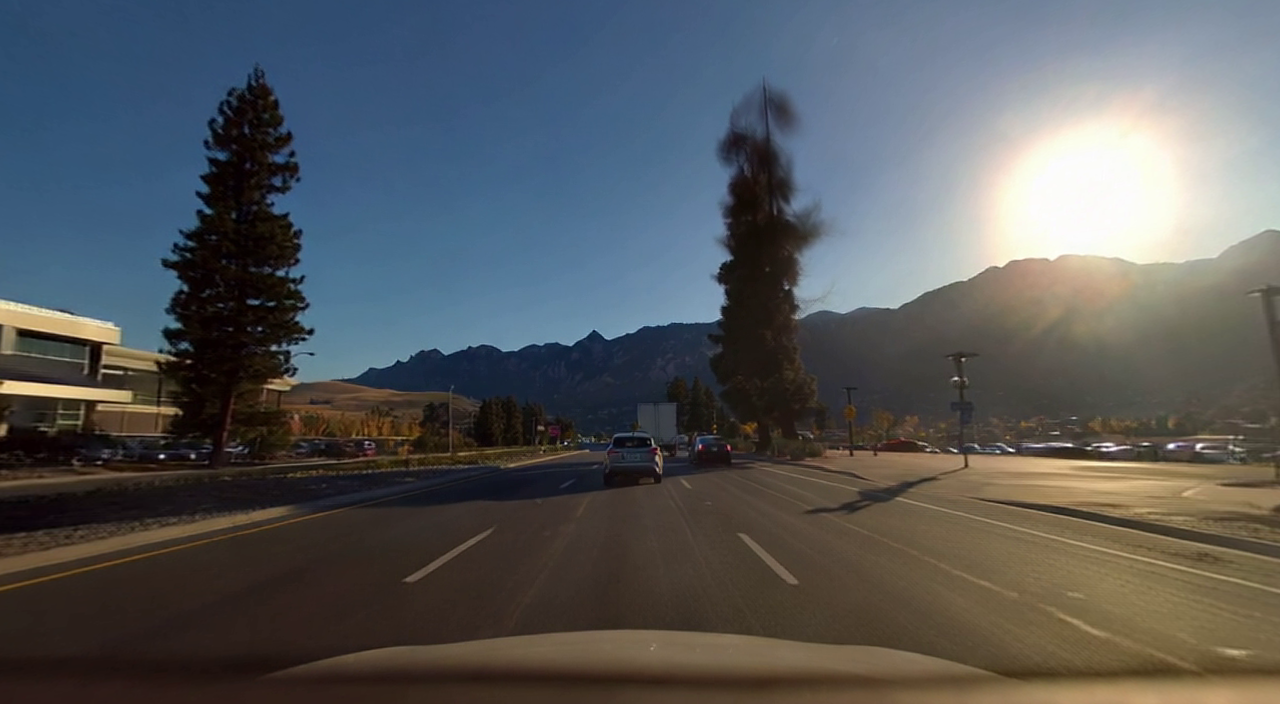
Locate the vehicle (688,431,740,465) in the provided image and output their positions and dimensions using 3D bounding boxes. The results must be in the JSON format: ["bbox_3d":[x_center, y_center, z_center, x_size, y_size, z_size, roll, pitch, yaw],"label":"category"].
[{"bbox_3d":[3.695,4.918,32.284,2.088,1.655,4.360,0,-8,-1],"label":"vehicle"}]

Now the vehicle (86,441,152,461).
[{"bbox_3d":[-36.681,6.989,44.264,3.245,1.338,1.536,4,-9,-26],"label":"vehicle"}]

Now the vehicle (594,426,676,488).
[{"bbox_3d":[-0.168,3.098,18.794,2.193,1.651,3.946,0,-8,-1],"label":"vehicle"}]
